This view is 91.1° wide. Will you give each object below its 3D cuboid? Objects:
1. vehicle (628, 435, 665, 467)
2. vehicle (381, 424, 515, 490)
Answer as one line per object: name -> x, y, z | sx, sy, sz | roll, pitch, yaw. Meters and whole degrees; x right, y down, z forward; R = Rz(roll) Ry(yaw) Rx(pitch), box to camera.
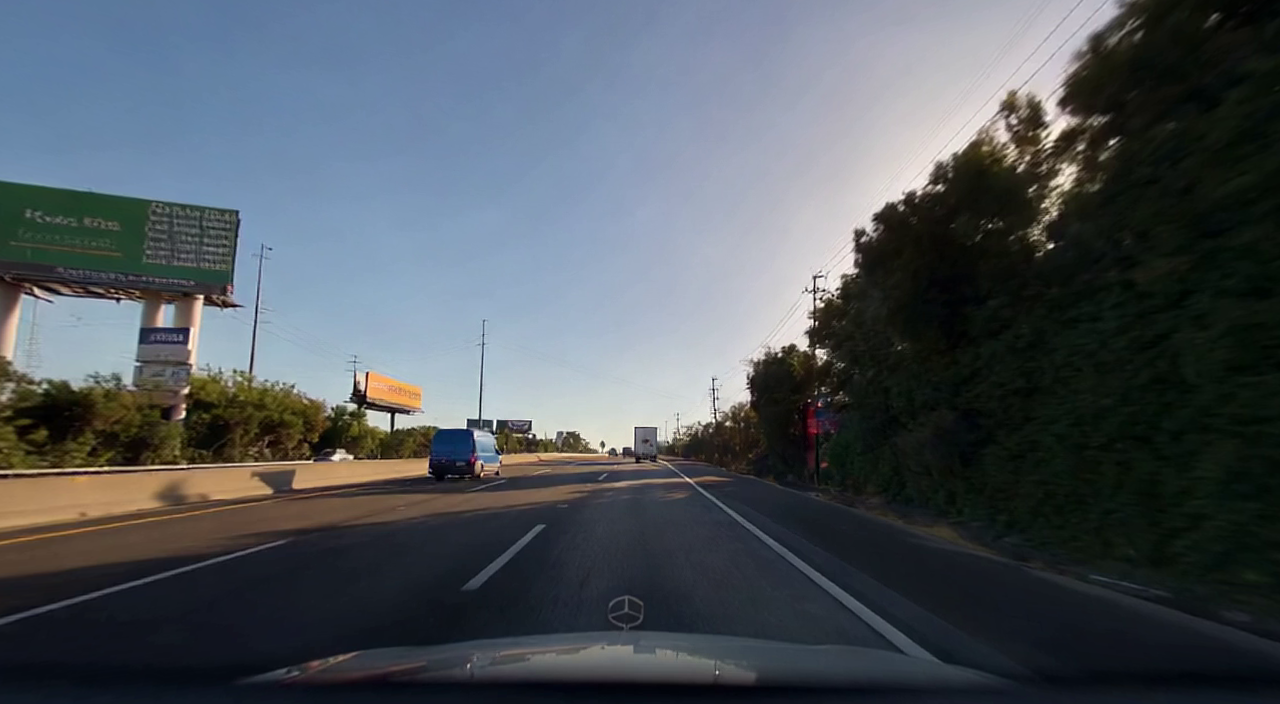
vehicle -> 0.513, 7.593, 48.373 | 2.692, 2.279, 5.695 | 0, -8, 1
vehicle -> -6.817, 3.864, 23.501 | 2.695, 2.084, 6.836 | 0, -8, 1
